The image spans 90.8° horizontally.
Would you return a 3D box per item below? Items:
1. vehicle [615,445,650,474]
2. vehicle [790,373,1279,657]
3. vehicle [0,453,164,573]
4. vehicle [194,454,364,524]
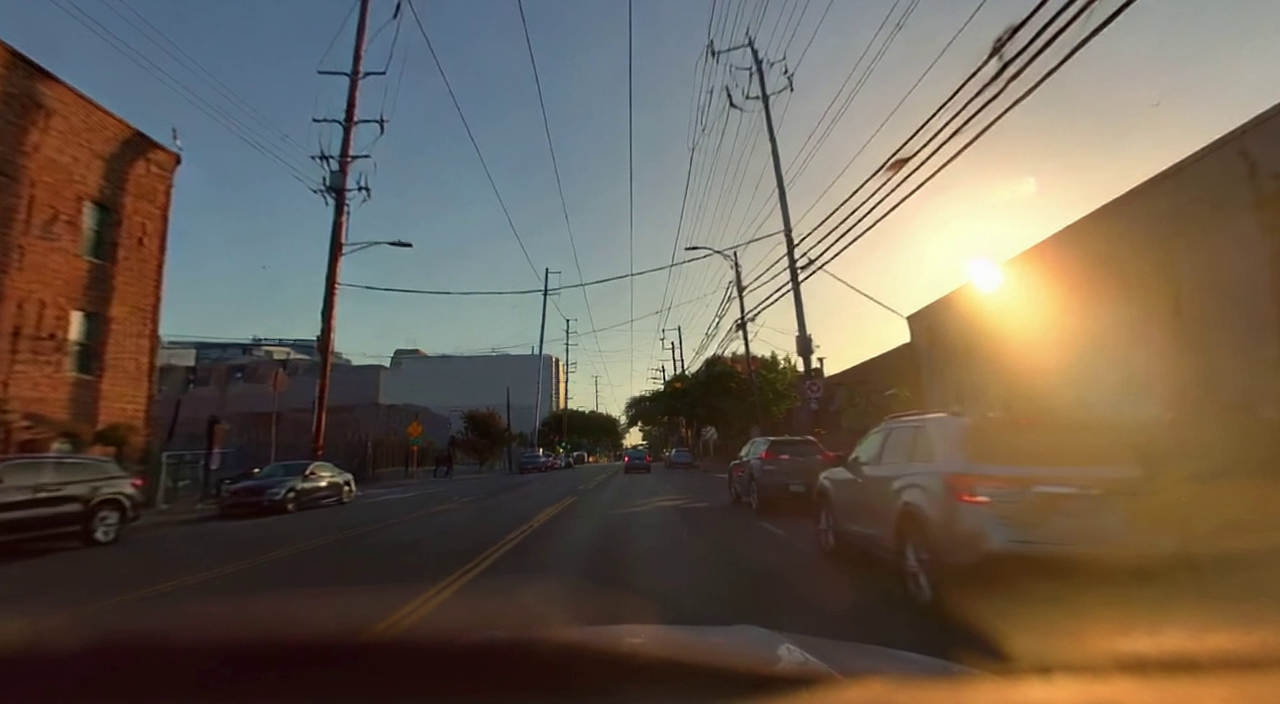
[{"bbox_3d":[-0.487,7.064,41.824,2.190,1.783,4.048,-1,-8,-1],"label":"vehicle"},{"bbox_3d":[3.207,1.361,6.421,2.102,1.765,4.674,-1,-8,-1],"label":"vehicle"},{"bbox_3d":[-10.128,2.477,9.610,1.980,1.676,4.884,-5,-10,0],"label":"vehicle"},{"bbox_3d":[-10.018,3.862,18.120,2.079,1.550,4.865,-4,-11,-1],"label":"vehicle"}]
